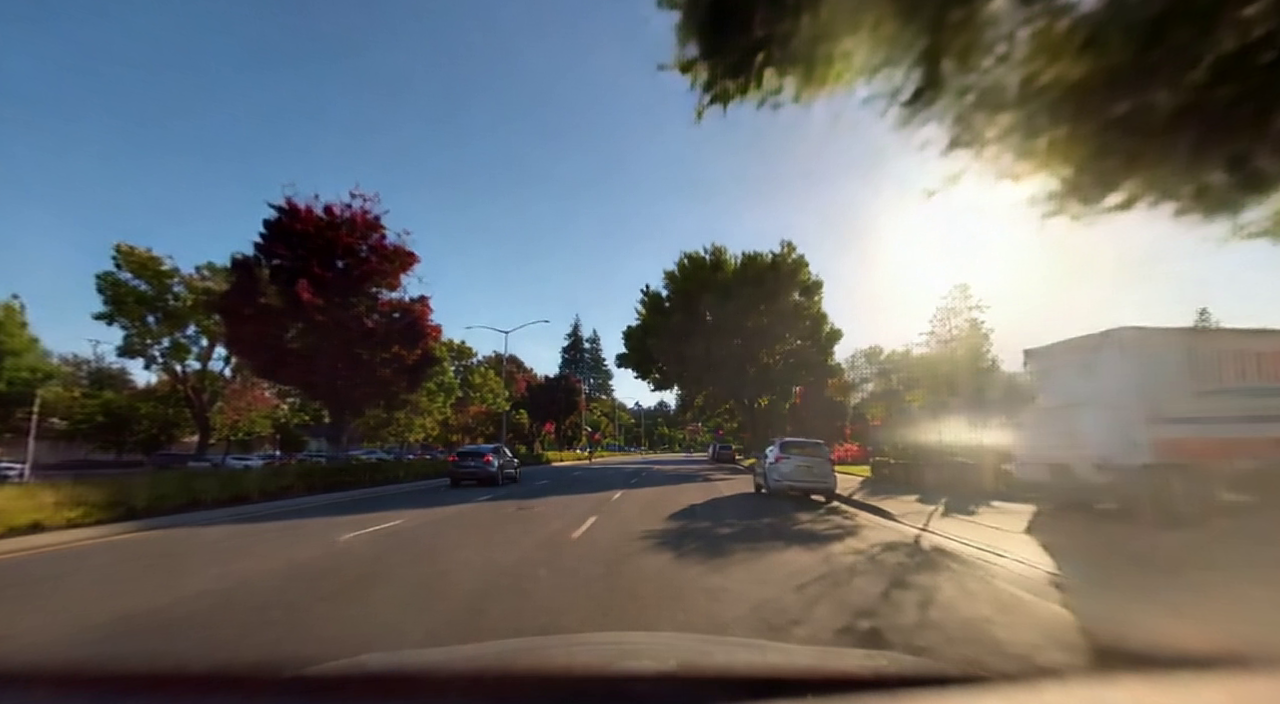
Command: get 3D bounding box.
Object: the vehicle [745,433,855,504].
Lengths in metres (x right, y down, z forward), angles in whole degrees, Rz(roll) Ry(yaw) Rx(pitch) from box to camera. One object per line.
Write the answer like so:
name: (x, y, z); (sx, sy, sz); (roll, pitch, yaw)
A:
vehicle: (4.266, 3.176, 17.684); (2.064, 1.697, 4.718); (0, -9, 3)

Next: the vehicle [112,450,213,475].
vehicle: (-29.552, 6.860, 39.153); (4.481, 1.441, 1.960); (2, -9, -9)

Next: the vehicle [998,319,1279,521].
vehicle: (11.469, 1.293, 12.386); (7.138, 3.310, 2.943); (0, -9, -10)

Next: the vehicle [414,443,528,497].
vehicle: (-5.140, 3.640, 19.938); (2.060, 1.473, 4.645); (0, -9, 3)
